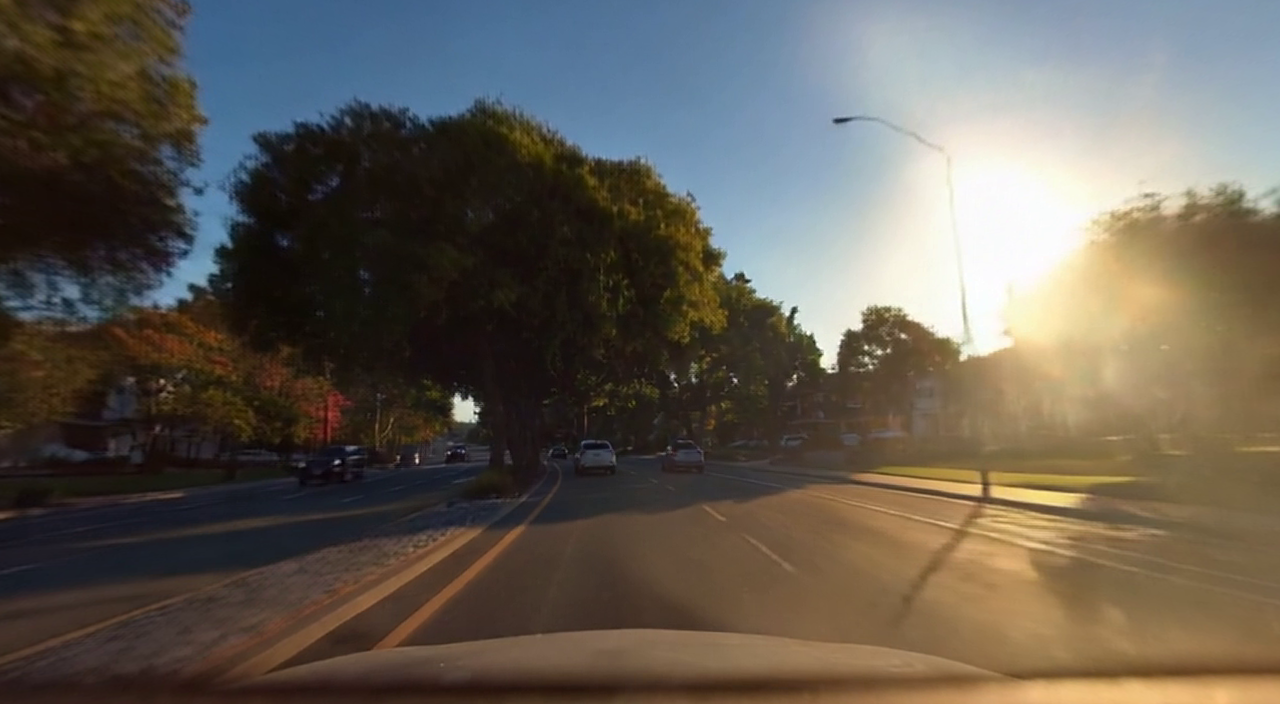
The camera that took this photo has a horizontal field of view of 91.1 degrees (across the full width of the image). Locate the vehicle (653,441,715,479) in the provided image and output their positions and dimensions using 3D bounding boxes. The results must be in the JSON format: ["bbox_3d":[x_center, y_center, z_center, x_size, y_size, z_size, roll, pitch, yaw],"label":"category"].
[{"bbox_3d":[1.839,4.747,27.886,1.915,1.495,4.880,1,-9,-6],"label":"vehicle"}]

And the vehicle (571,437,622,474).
[{"bbox_3d":[-2.346,5.389,32.766,2.165,1.783,4.391,2,-9,-10],"label":"vehicle"}]

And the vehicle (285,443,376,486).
[{"bbox_3d":[-14.579,5.289,29.946,2.162,1.848,5.214,1,-9,-7],"label":"vehicle"}]
